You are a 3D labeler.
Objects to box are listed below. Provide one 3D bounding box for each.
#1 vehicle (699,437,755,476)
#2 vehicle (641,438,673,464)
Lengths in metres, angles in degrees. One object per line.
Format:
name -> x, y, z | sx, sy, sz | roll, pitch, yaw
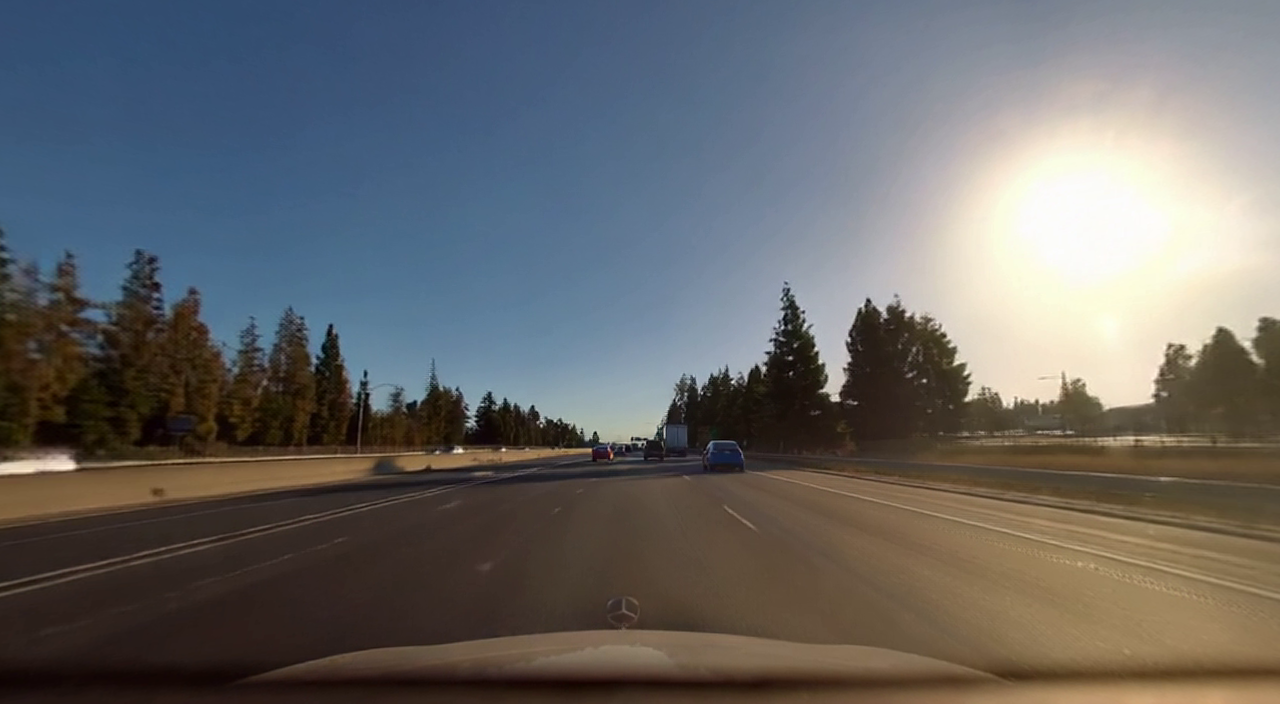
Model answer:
vehicle -> 4.079, 4.972, 30.143 | 2.082, 1.720, 4.393 | 0, -9, 0
vehicle -> 1.214, 7.378, 46.933 | 2.205, 1.785, 4.423 | 0, -9, 0
